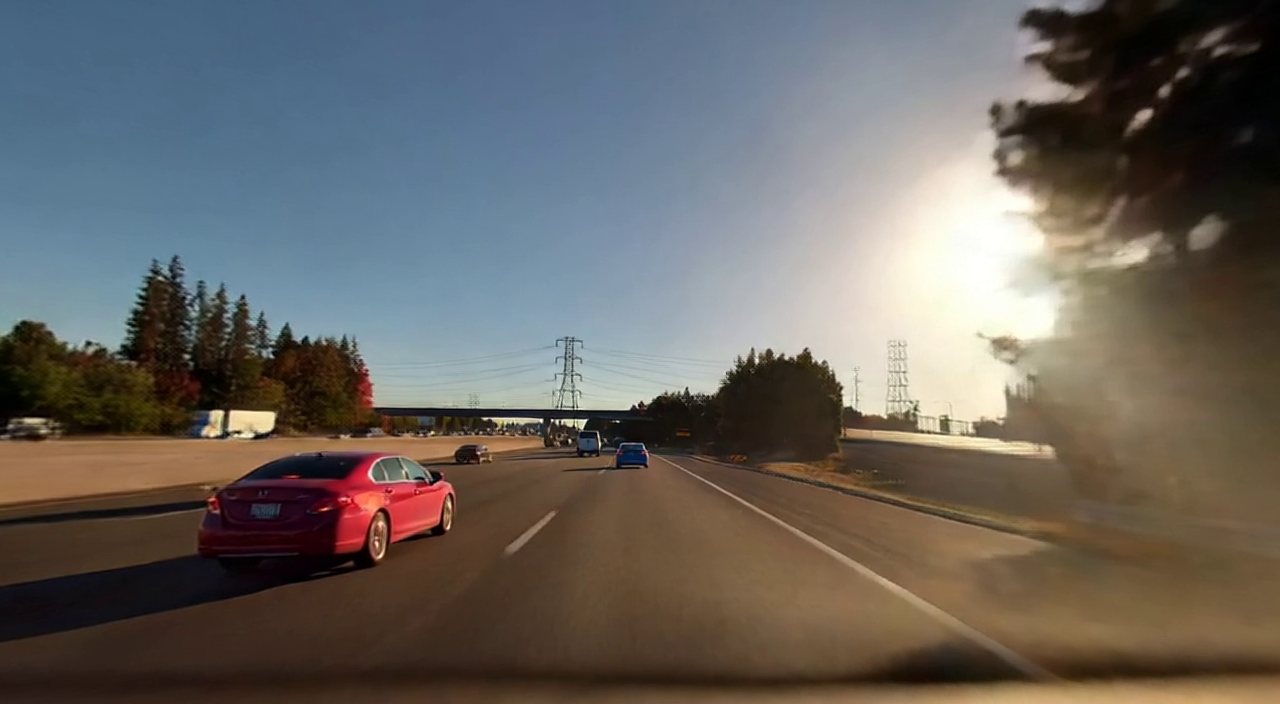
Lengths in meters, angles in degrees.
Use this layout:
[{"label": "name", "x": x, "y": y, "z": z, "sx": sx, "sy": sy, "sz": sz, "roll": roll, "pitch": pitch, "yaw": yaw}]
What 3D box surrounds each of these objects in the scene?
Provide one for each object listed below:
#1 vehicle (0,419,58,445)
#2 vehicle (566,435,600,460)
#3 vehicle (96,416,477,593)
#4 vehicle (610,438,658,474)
[{"label": "vehicle", "x": -38.047, "y": 4.828, "z": 37.816, "sx": 1.754, "sy": 1.494, "sz": 4.634, "roll": 0, "pitch": -8, "yaw": -4}, {"label": "vehicle", "x": -4.131, "y": 7.066, "z": 46.489, "sx": 2.174, "sy": 1.806, "sz": 3.932, "roll": 0, "pitch": -8, "yaw": 0}, {"label": "vehicle", "x": -3.686, "y": 1.662, "z": 7.819, "sx": 2.035, "sy": 1.514, "sz": 4.600, "roll": 0, "pitch": -8, "yaw": 0}, {"label": "vehicle", "x": -0.276, "y": 4.492, "z": 27.374, "sx": 1.954, "sy": 1.460, "sz": 3.983, "roll": 0, "pitch": -8, "yaw": -1}]
